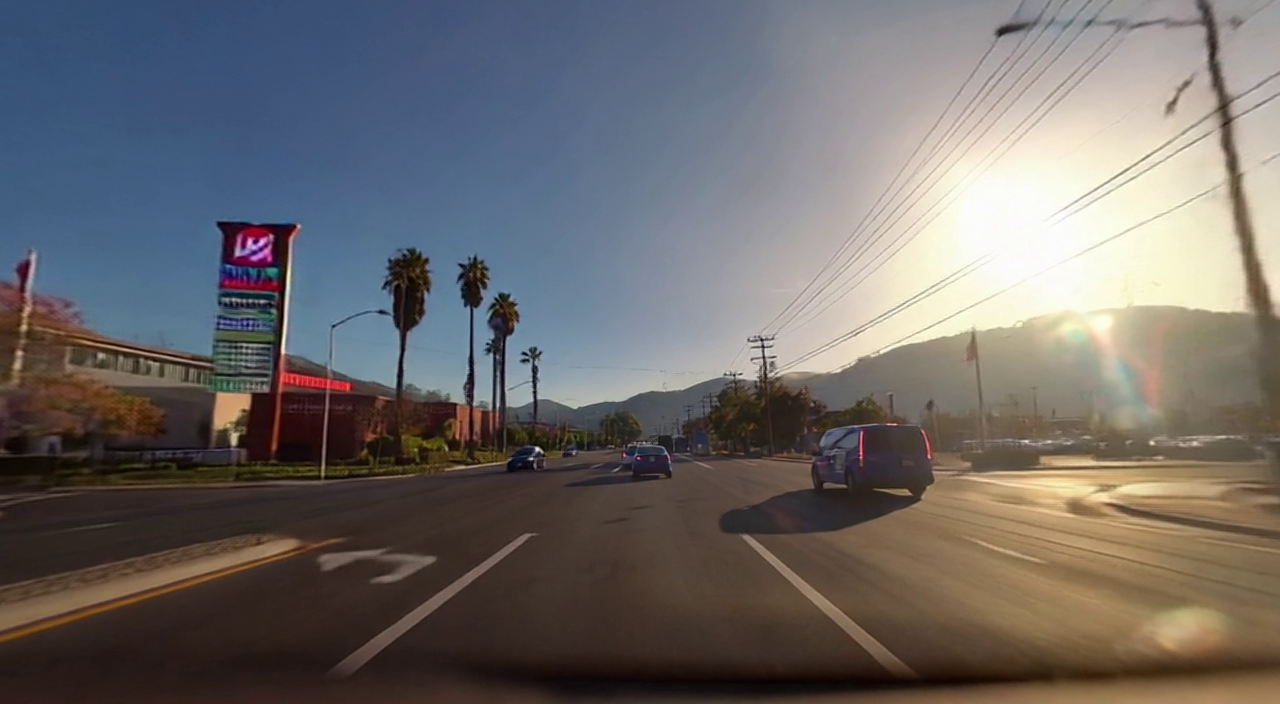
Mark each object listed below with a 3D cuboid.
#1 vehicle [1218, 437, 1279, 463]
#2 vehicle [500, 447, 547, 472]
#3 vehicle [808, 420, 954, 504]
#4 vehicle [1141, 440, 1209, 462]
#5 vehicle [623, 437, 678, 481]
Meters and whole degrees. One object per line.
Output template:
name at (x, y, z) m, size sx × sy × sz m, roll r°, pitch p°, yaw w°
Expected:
vehicle at (42.649, 6.597, 42.611) m, size 4.928 × 1.678 × 1.971 m, roll -1°, pitch -9°, yaw 3°
vehicle at (-7.495, 6.990, 41.078) m, size 2.004 × 1.535 × 4.853 m, roll 0°, pitch -9°, yaw 2°
vehicle at (6.158, 2.876, 16.780) m, size 2.107 × 1.928 × 4.471 m, roll 0°, pitch -9°, yaw 0°
vehicle at (41.725, 7.751, 49.239) m, size 1.779 × 1.515 × 4.189 m, roll -4°, pitch -9°, yaw 4°
vehicle at (0.409, 4.454, 26.330) m, size 2.138 × 1.672 × 4.168 m, roll 0°, pitch -9°, yaw 0°
